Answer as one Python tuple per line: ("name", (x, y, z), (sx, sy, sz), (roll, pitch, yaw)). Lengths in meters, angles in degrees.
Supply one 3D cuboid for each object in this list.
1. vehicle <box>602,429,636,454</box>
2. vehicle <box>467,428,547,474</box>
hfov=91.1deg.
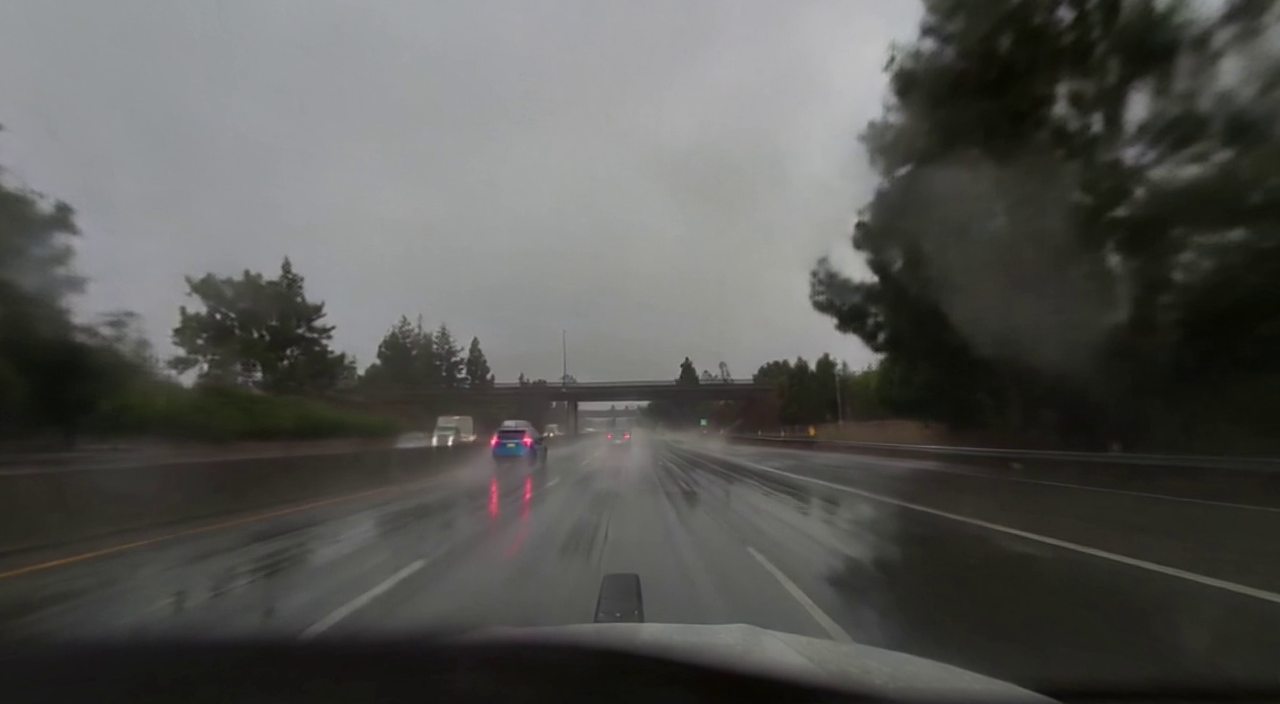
("vehicle", (-1.360, 5.981, 42.096), (2.116, 1.625, 4.004), (0, -8, 0))
("vehicle", (-4.784, 3.617, 23.296), (2.017, 1.537, 4.496), (0, -8, 0))
